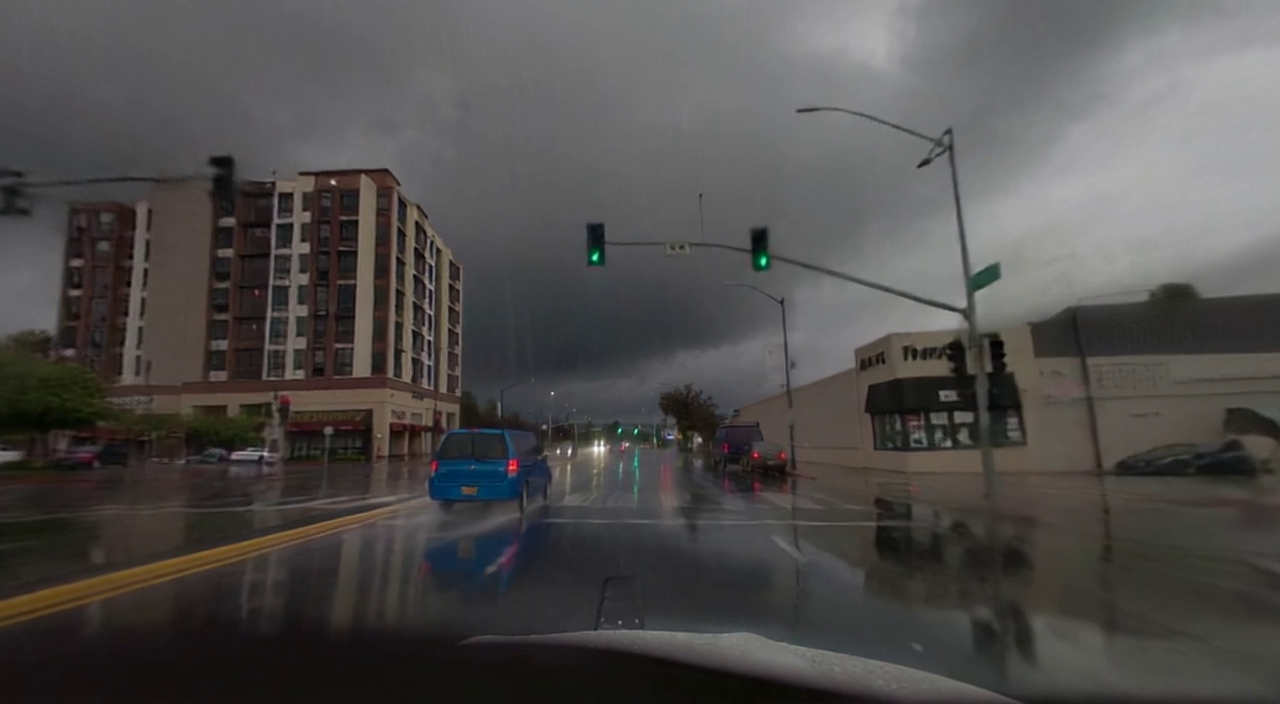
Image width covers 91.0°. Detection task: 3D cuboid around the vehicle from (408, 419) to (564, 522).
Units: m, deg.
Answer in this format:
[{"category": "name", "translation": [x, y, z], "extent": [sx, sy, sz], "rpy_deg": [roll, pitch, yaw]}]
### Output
[{"category": "vehicle", "translation": [-2.825, 2.276, 12.553], "extent": [2.080, 1.722, 3.766], "rpy_deg": [0, -8, 1]}]

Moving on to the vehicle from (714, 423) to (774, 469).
[{"category": "vehicle", "translation": [6.247, 5.810, 38.834], "extent": [2.642, 2.582, 6.157], "rpy_deg": [0, -8, 0]}]

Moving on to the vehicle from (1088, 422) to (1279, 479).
[{"category": "vehicle", "translation": [20.989, 3.773, 24.206], "extent": [5.551, 2.016, 2.205], "rpy_deg": [-1, -9, 7]}]

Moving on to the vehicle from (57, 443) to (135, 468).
[{"category": "vehicle", "translation": [-38.726, 7.338, 44.895], "extent": [1.758, 1.693, 4.003], "rpy_deg": [-1, -8, 5]}]

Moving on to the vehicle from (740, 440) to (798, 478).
[{"category": "vehicle", "translation": [6.435, 5.355, 31.935], "extent": [1.942, 1.753, 4.912], "rpy_deg": [0, -8, 0]}]
